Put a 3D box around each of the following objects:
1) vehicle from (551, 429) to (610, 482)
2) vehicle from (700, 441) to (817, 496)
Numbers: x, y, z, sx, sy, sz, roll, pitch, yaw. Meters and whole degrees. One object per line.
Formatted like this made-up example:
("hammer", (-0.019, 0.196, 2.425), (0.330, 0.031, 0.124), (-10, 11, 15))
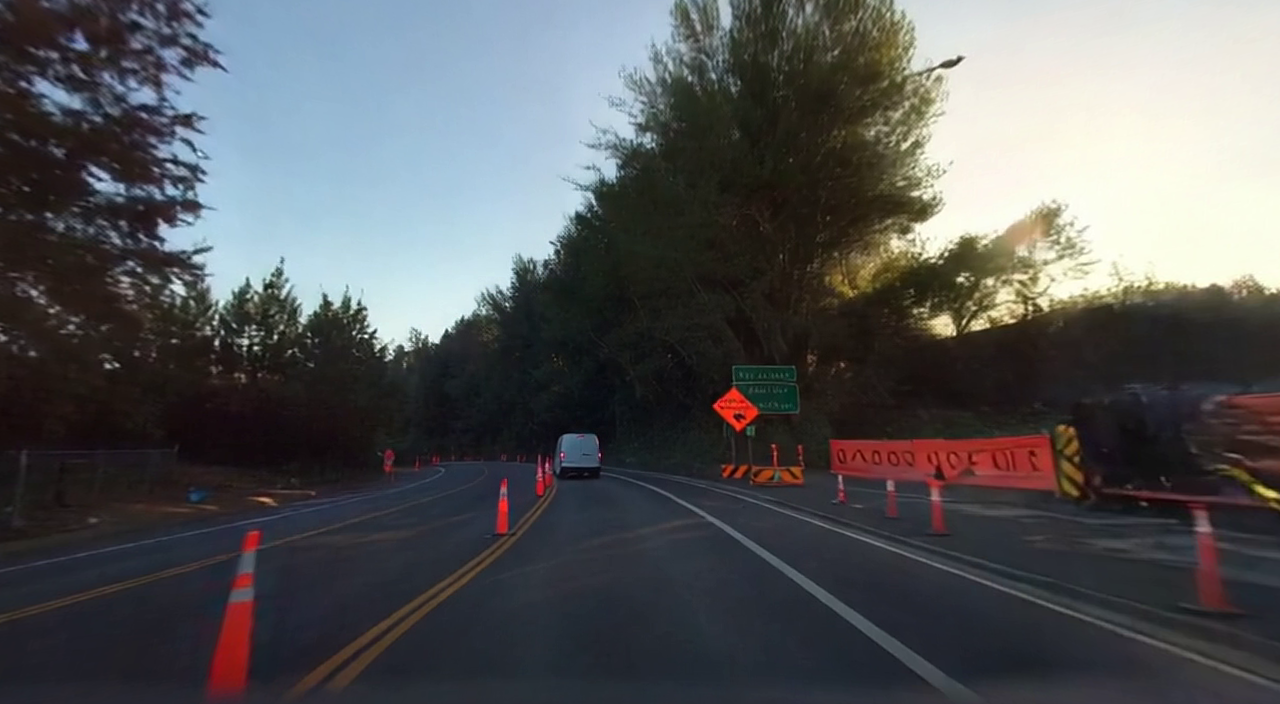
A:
("vehicle", (-2.866, 4.791, 29.419), (2.362, 2.247, 4.892), (2, -9, -10))
("vehicle", (3.086, 3.148, 17.427), (2.277, 1.299, 3.889), (0, -9, -3))
